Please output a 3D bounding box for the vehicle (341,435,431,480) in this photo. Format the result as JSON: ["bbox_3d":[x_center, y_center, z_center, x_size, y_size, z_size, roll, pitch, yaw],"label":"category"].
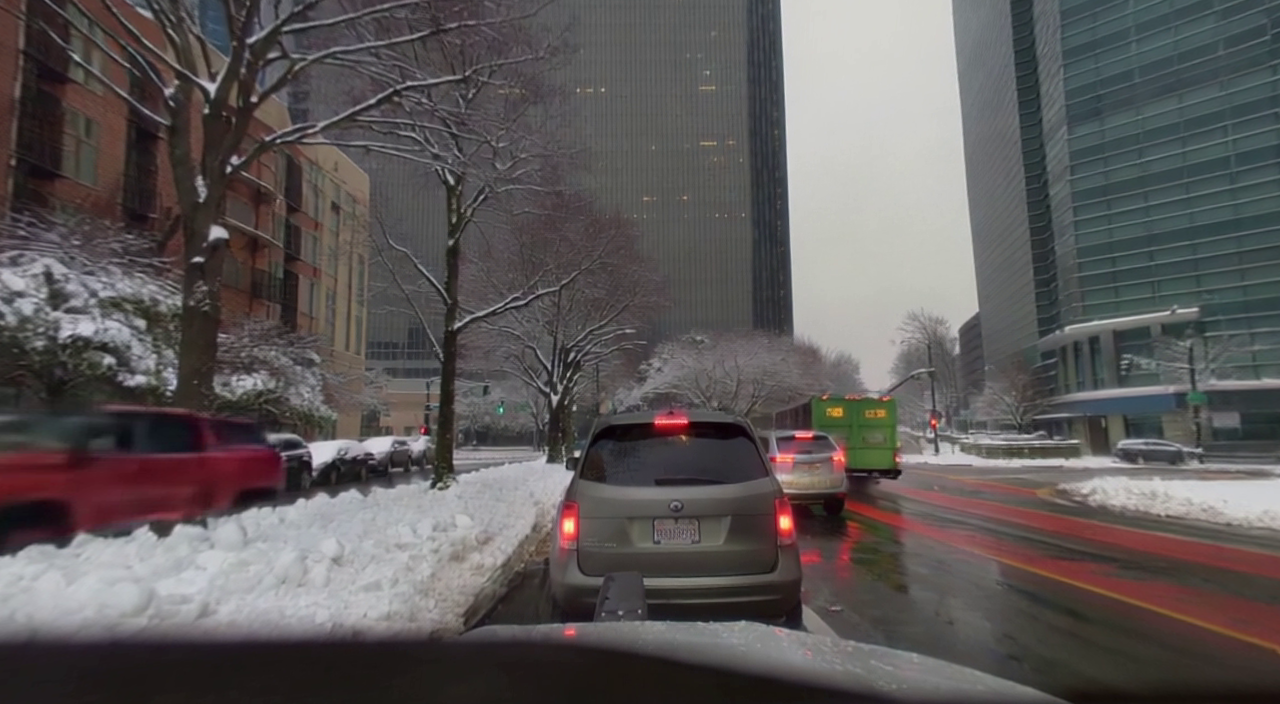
[{"bbox_3d":[-12.103,5.065,30.605,2.338,1.963,5.740,0,-9,-4],"label":"vehicle"}]

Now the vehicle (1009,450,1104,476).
[{"bbox_3d":[28.035,7.445,42.690,5.153,1.626,1.895,-6,-10,33],"label":"vehicle"}]

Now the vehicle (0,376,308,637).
[{"bbox_3d":[-5.674,1.379,6.441,2.198,1.779,4.926,1,-9,-5],"label":"vehicle"}]

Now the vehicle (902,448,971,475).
[{"bbox_3d":[21.854,8.027,46.577,4.211,1.820,2.094,-6,-10,35],"label":"vehicle"}]

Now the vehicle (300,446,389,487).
[{"bbox_3d":[-11.587,4.495,25.095,1.791,1.463,4.210,0,-9,-4],"label":"vehicle"}]

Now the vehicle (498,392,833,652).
[{"bbox_3d":[0.205,1.426,6.305,2.192,1.695,4.142,0,-8,1],"label":"vehicle"}]

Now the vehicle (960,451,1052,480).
[{"bbox_3d":[23.873,7.394,41.308,4.956,1.706,1.822,-6,-10,33],"label":"vehicle"}]

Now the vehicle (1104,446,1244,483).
[{"bbox_3d":[30.832,6.479,36.813,5.890,1.996,2.155,-6,-10,34],"label":"vehicle"}]

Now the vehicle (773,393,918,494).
[{"bbox_3d":[7.185,3.411,23.516,3.113,3.116,7.650,0,-8,3],"label":"vehicle"}]
